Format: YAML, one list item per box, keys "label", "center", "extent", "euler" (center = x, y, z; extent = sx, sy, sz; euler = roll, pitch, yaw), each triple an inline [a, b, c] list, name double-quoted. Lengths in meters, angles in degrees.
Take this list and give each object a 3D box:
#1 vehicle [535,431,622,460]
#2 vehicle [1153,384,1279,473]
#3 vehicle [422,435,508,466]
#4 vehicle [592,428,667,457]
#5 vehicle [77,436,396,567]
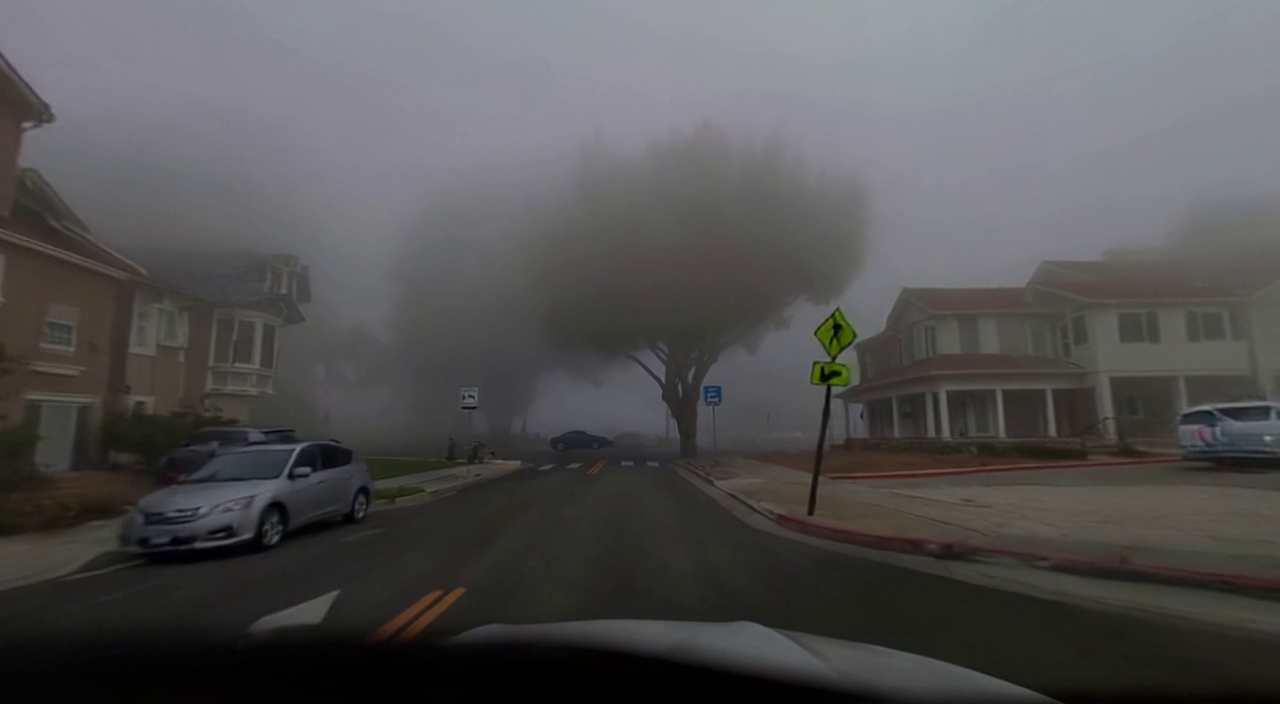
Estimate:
- label: "vehicle"
  center: [-4.002, 6.056, 40.964]
  extent: [5.181, 1.768, 2.139]
  euler: [4, -9, -25]
- label: "vehicle"
  center: [14.171, 1.663, 13.649]
  extent: [4.184, 1.817, 2.026]
  euler: [-4, -8, 23]
- label: "vehicle"
  center: [-10.207, 5.726, 36.718]
  extent: [4.639, 1.700, 2.002]
  euler: [2, -8, -18]
- label: "vehicle"
  center: [-0.791, 6.589, 46.115]
  extent: [5.113, 2.048, 1.962]
  euler: [3, -8, -24]
- label: "vehicle"
  center: [-5.397, 1.986, 9.261]
  extent: [1.919, 1.464, 4.155]
  euler: [0, -8, 0]
